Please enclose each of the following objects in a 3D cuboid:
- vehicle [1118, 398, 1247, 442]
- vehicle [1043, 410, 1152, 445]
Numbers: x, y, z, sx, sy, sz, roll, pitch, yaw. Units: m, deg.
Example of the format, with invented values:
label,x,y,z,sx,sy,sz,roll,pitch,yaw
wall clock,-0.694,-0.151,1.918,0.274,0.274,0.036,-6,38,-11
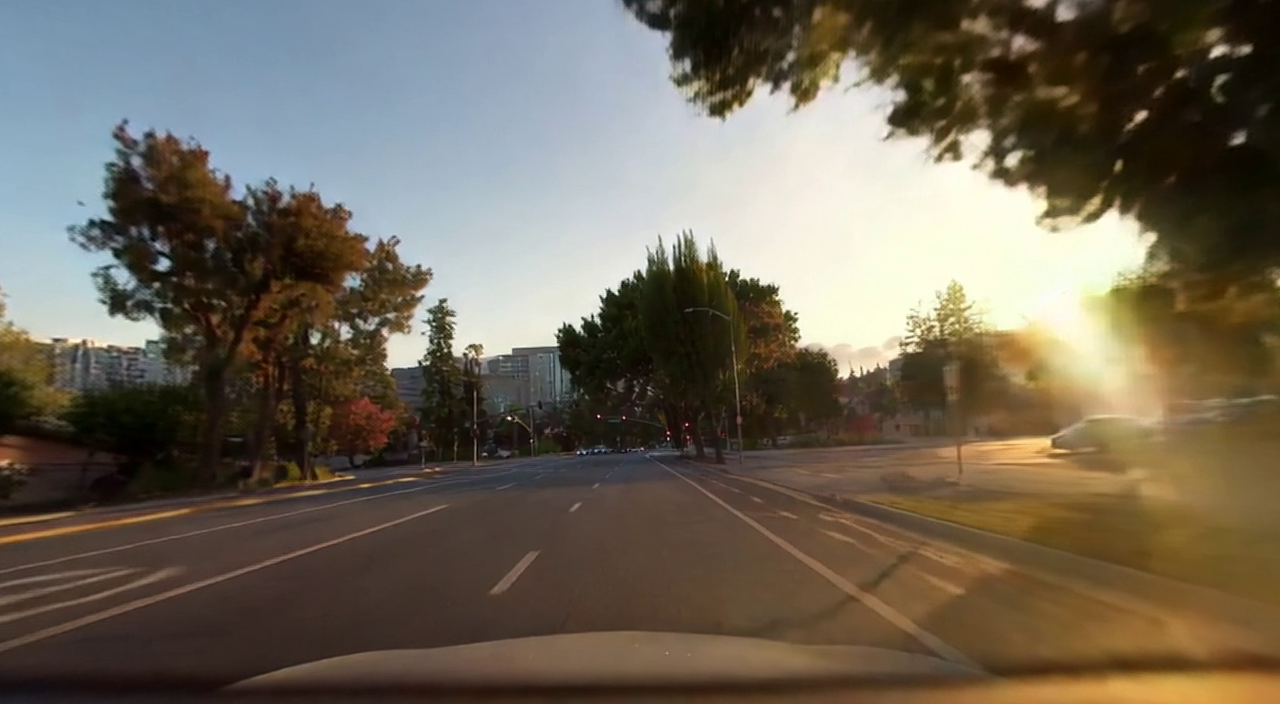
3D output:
label,x,y,z,sx,sy,sz,roll,pitch,yaw
vehicle,26.692,3.434,31.350,2.081,1.949,4.635,3,-8,-5
vehicle,22.777,3.858,31.716,1.911,1.598,4.322,1,-9,-6
